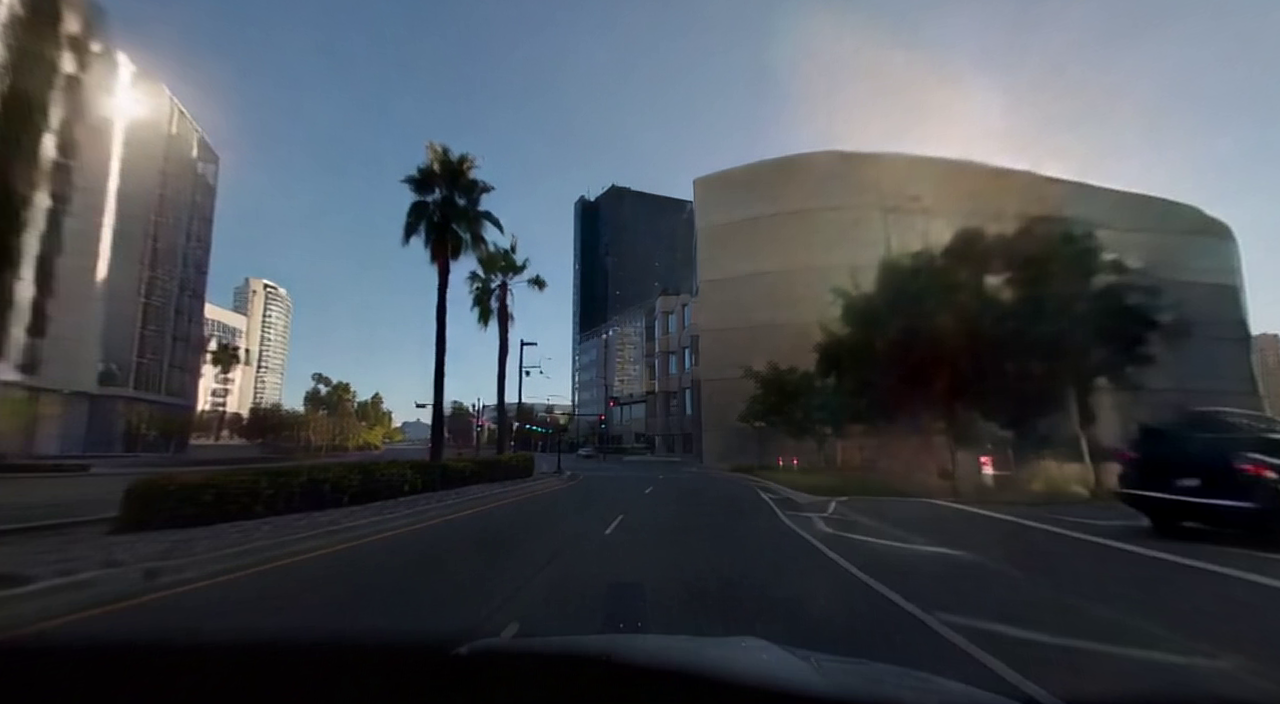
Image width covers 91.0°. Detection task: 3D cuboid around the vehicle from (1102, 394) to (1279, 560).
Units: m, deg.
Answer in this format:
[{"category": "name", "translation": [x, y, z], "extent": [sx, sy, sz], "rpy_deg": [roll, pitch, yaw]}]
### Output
[{"category": "vehicle", "translation": [9.017, 1.775, 9.240], "extent": [1.813, 2.150, 3.038], "rpy_deg": [4, -7, -18]}]
